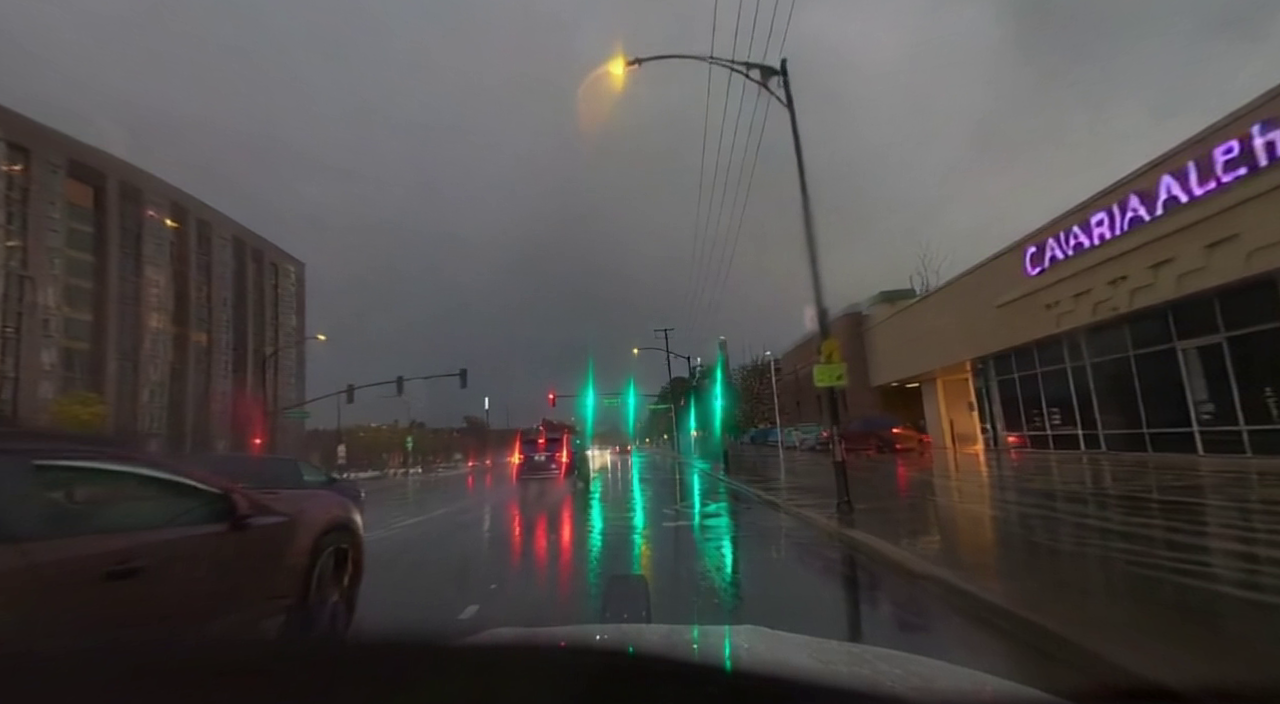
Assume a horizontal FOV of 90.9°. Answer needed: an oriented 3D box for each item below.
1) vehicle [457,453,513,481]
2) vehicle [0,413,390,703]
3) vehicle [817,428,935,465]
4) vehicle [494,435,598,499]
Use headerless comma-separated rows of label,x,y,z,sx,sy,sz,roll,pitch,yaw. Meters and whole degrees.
vehicle,-8.917,6.662,36.612,1.843,1.483,4.254,-3,-10,5
vehicle,-3.276,1.106,3.152,2.037,1.484,4.603,0,-9,2
vehicle,10.304,4.189,27.802,4.361,1.550,2.087,0,-10,3
vehicle,-2.761,3.543,19.864,2.277,1.743,4.893,-1,-9,3
